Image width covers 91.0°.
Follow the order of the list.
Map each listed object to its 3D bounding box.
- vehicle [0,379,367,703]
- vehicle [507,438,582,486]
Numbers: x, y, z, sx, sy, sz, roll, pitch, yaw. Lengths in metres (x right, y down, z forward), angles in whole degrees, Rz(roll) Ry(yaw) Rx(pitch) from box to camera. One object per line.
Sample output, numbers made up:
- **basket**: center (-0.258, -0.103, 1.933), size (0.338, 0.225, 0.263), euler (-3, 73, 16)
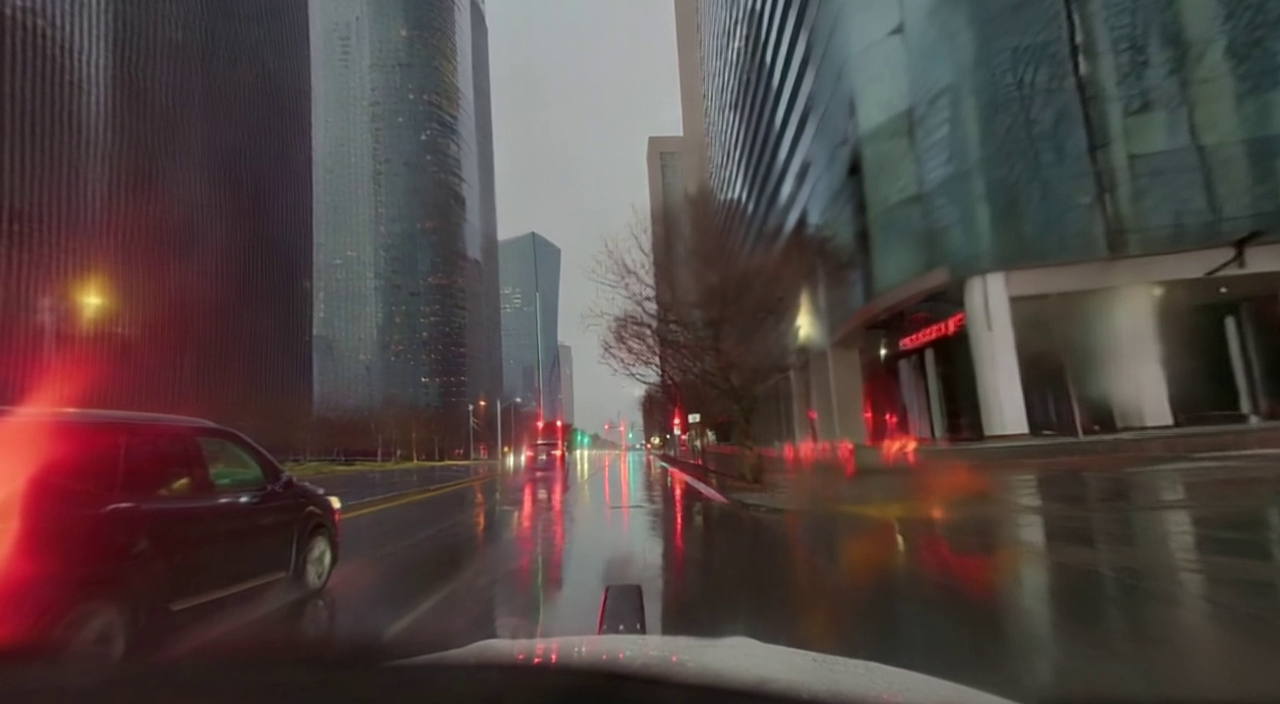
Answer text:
- **vehicle**: center (-4.407, 1.313, 5.210), size (2.169, 1.741, 4.588), euler (0, -9, 0)
- **vehicle**: center (-3.980, 4.681, 27.157), size (2.384, 1.849, 5.009), euler (0, -9, 1)
